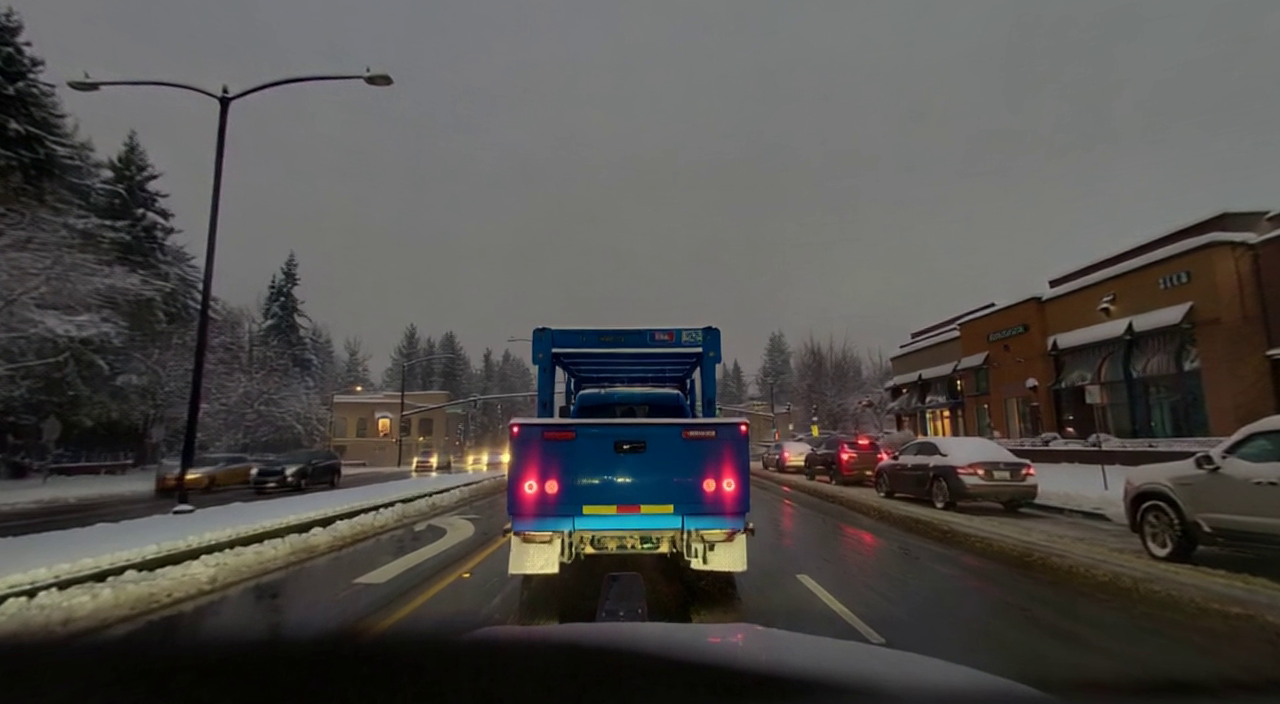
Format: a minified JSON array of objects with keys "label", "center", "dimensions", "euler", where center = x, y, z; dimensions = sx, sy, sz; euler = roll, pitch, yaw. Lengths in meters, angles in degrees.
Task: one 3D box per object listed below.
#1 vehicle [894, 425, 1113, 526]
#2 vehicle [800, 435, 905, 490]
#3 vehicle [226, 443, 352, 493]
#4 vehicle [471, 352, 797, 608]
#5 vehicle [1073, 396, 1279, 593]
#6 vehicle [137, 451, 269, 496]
[{"label":"vehicle","center":[7.075,2.432,12.968],"dimensions":[1.931,1.692,4.267],"euler":[0,-9,0]},{"label":"vehicle","center":[7.066,3.733,21.592],"dimensions":[1.953,1.665,4.327],"euler":[0,-9,-2]},{"label":"vehicle","center":[-12.381,4.102,22.695],"dimensions":[1.928,1.591,4.509],"euler":[0,-9,0]},{"label":"vehicle","center":[-0.100,1.475,8.170],"dimensions":[2.682,2.117,5.706],"euler":[0,-9,-1]},{"label":"vehicle","center":[6.812,1.346,6.106],"dimensions":[2.023,1.771,4.488],"euler":[0,-9,0]},{"label":"vehicle","center":[-16.041,4.442,23.521],"dimensions":[1.805,1.466,4.341],"euler":[0,-9,0]}]
